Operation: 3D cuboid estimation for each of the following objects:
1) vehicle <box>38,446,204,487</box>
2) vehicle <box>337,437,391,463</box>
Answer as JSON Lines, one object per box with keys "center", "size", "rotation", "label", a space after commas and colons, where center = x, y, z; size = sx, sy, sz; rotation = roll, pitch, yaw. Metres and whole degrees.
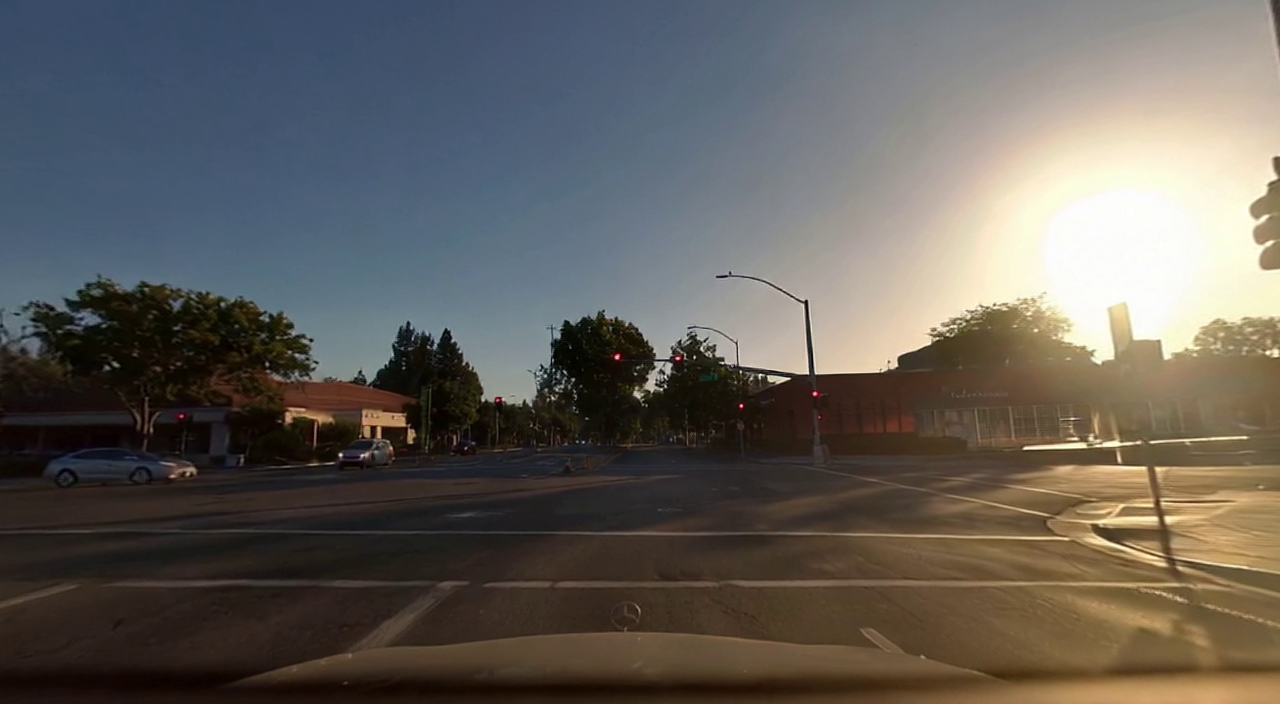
{"center": [-19.953, 4.395, 24.496], "size": [4.500, 1.465, 1.936], "rotation": [1, -9, -8], "label": "vehicle"}
{"center": [-21.592, 7.712, 49.695], "size": [2.093, 1.891, 4.774], "rotation": [0, -8, 0], "label": "vehicle"}
